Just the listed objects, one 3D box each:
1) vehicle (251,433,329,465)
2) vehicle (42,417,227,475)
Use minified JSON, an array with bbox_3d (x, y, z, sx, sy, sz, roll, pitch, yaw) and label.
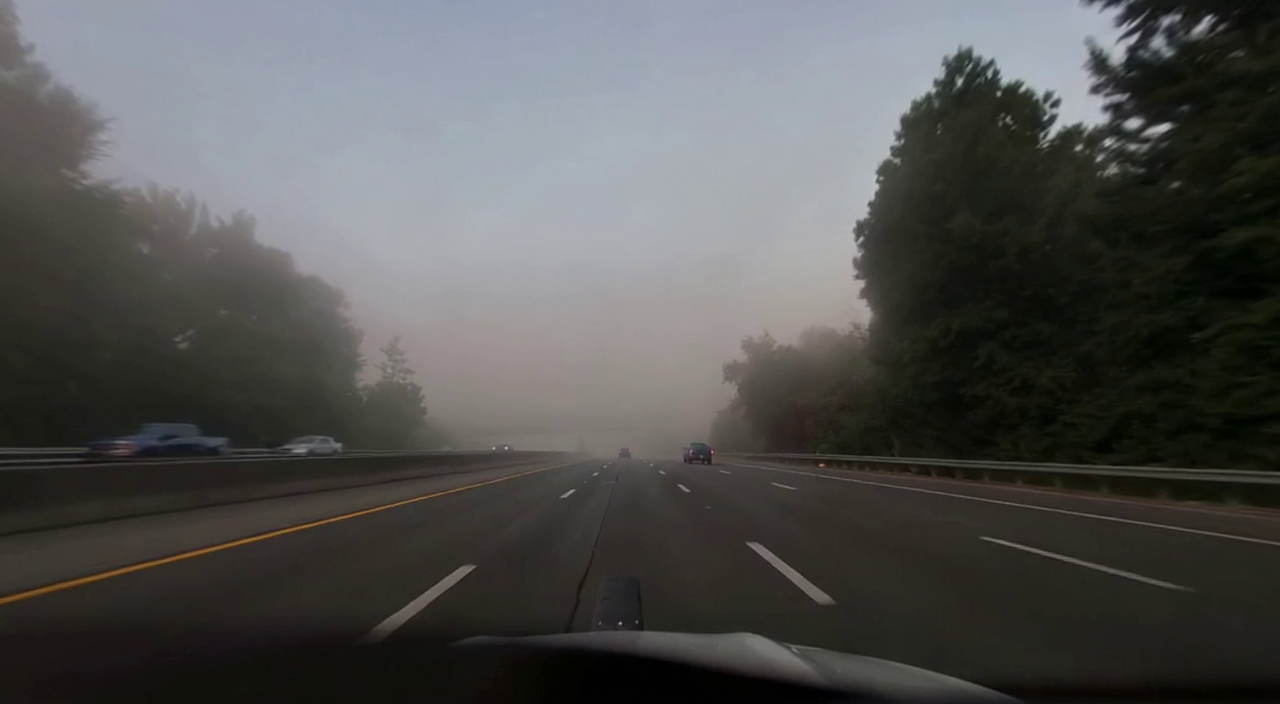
[{"bbox_3d":[-20.211,5.629,36.729,1.963,1.704,4.515,0,-9,-1],"label":"vehicle"},{"bbox_3d":[-16.579,3.159,21.182,2.063,1.703,4.992,0,-9,0],"label":"vehicle"}]
